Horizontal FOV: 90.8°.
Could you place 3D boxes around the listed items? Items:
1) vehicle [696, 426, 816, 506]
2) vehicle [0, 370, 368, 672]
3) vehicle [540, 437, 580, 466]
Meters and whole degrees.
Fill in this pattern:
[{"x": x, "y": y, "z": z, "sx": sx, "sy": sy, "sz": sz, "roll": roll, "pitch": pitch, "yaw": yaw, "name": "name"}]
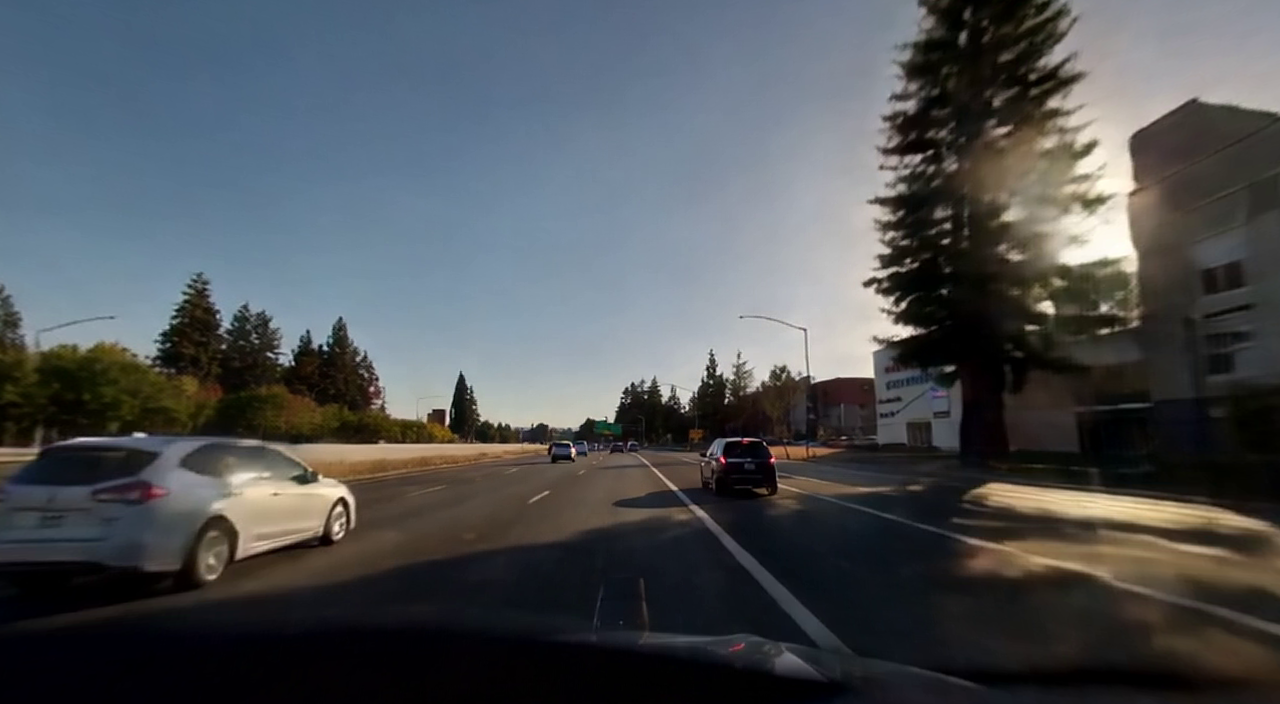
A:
[{"x": 2.654, "y": 2.732, "z": 15.576, "sx": 1.997, "sy": 1.686, "sz": 4.247, "roll": 0, "pitch": -8, "yaw": -2, "name": "vehicle"}, {"x": -4.798, "y": 1.334, "z": 6.164, "sx": 2.176, "sy": 1.779, "sz": 4.755, "roll": 0, "pitch": -8, "yaw": 0, "name": "vehicle"}, {"x": -5.189, "y": 6.556, "z": 41.748, "sx": 2.160, "sy": 1.794, "sz": 4.646, "roll": 0, "pitch": -8, "yaw": -2, "name": "vehicle"}]
